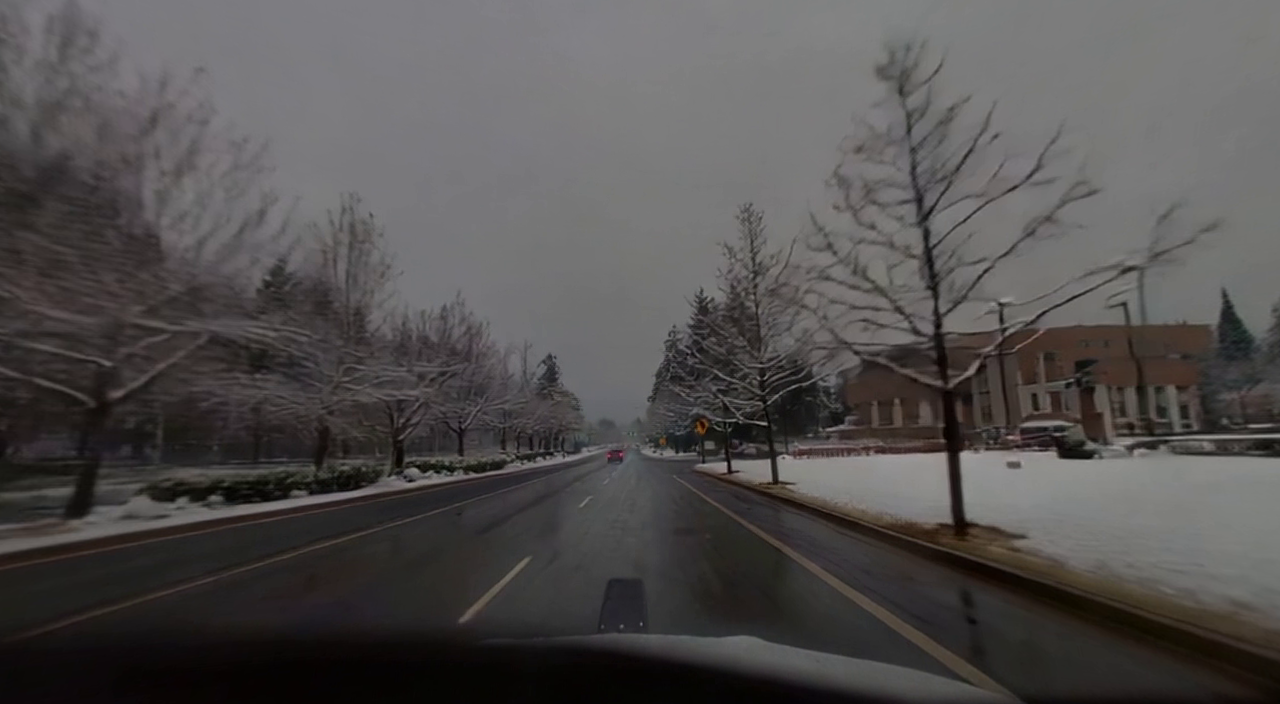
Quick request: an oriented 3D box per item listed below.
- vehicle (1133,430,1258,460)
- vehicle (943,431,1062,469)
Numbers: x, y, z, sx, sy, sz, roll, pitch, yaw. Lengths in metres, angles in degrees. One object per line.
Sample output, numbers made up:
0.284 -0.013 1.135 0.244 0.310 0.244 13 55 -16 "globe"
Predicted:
29.029 4.891 33.100 1.910 1.451 4.433 5 -10 -32 "vehicle"
14.250 3.877 24.943 3.641 1.408 1.584 -1 -9 2 "vehicle"
